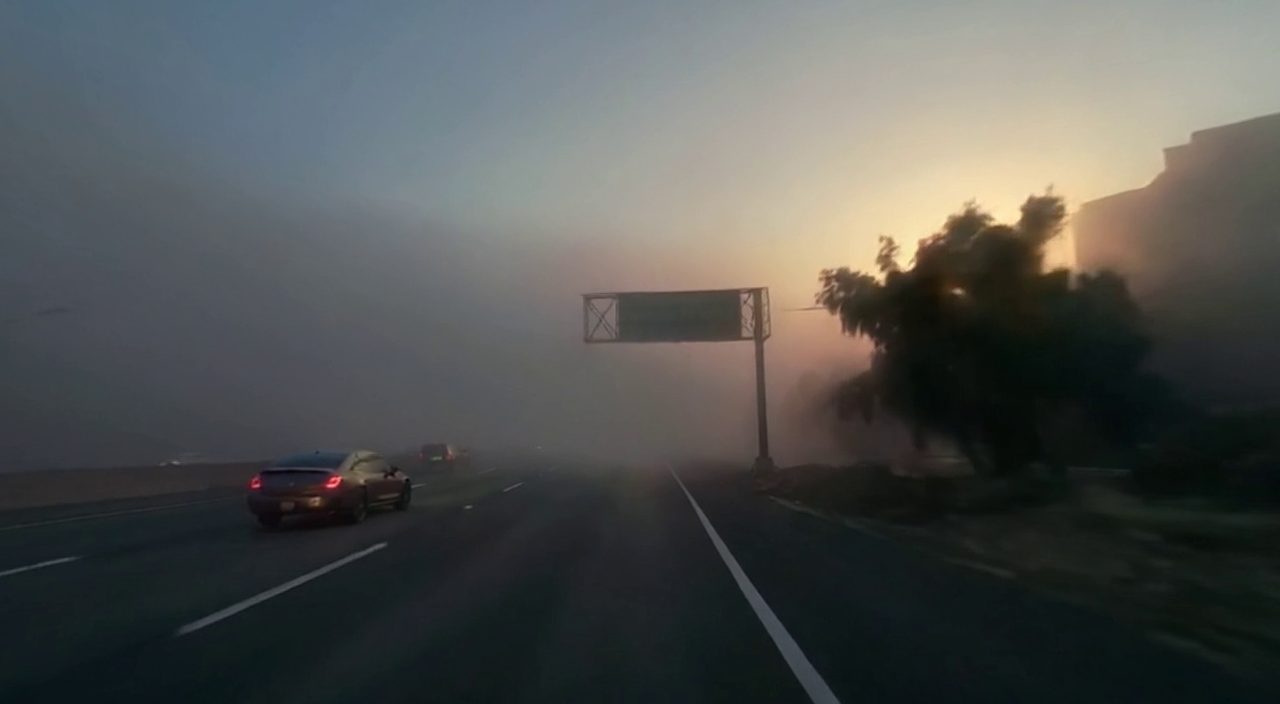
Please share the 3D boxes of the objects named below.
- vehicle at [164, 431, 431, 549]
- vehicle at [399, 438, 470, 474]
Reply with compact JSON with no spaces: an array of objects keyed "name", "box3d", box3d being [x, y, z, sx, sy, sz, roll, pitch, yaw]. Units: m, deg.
[{"name":"vehicle","box3d":[-5.162,2.113,10.500,1.940,1.479,4.777,0,-8,-2]},{"name":"vehicle","box3d":[-10.532,5.376,32.849,2.126,1.671,5.173,0,-8,-2]}]
